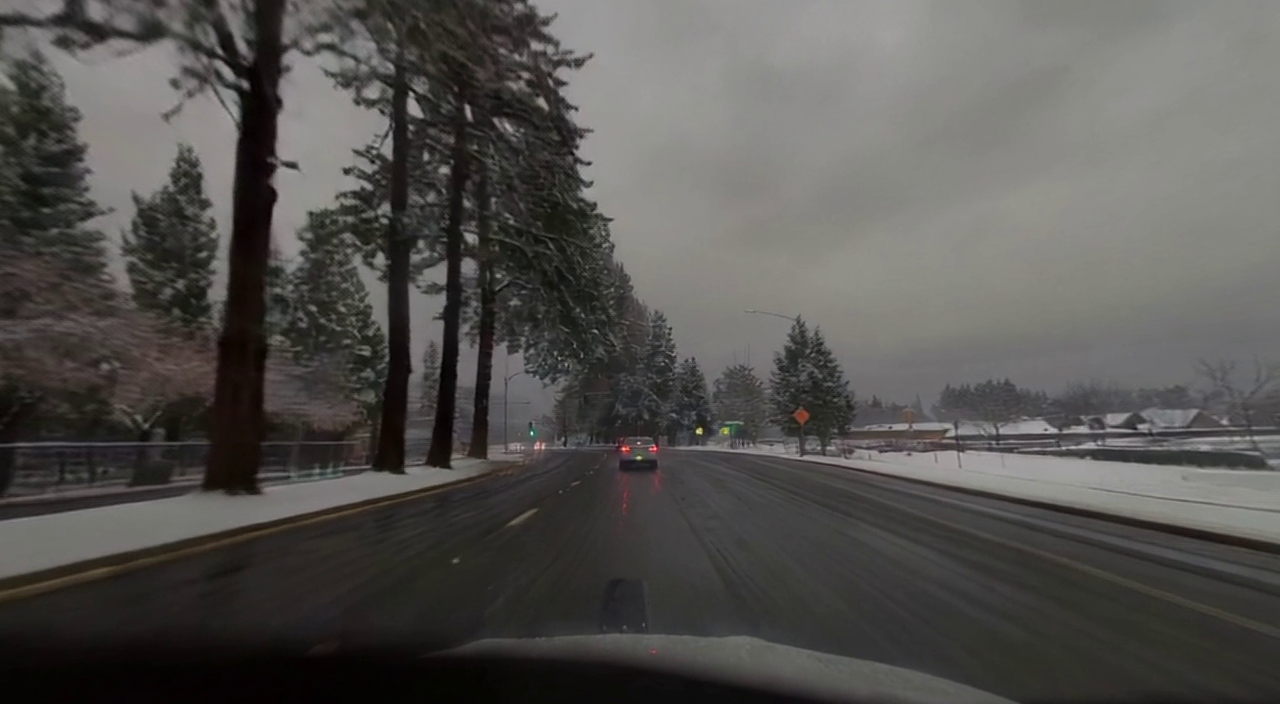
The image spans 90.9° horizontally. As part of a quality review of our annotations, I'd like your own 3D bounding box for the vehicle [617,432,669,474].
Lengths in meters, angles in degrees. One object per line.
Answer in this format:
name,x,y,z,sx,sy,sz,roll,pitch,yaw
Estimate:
vehicle,0.064,4.422,27.771,2.135,1.691,3.884,0,-9,-2
